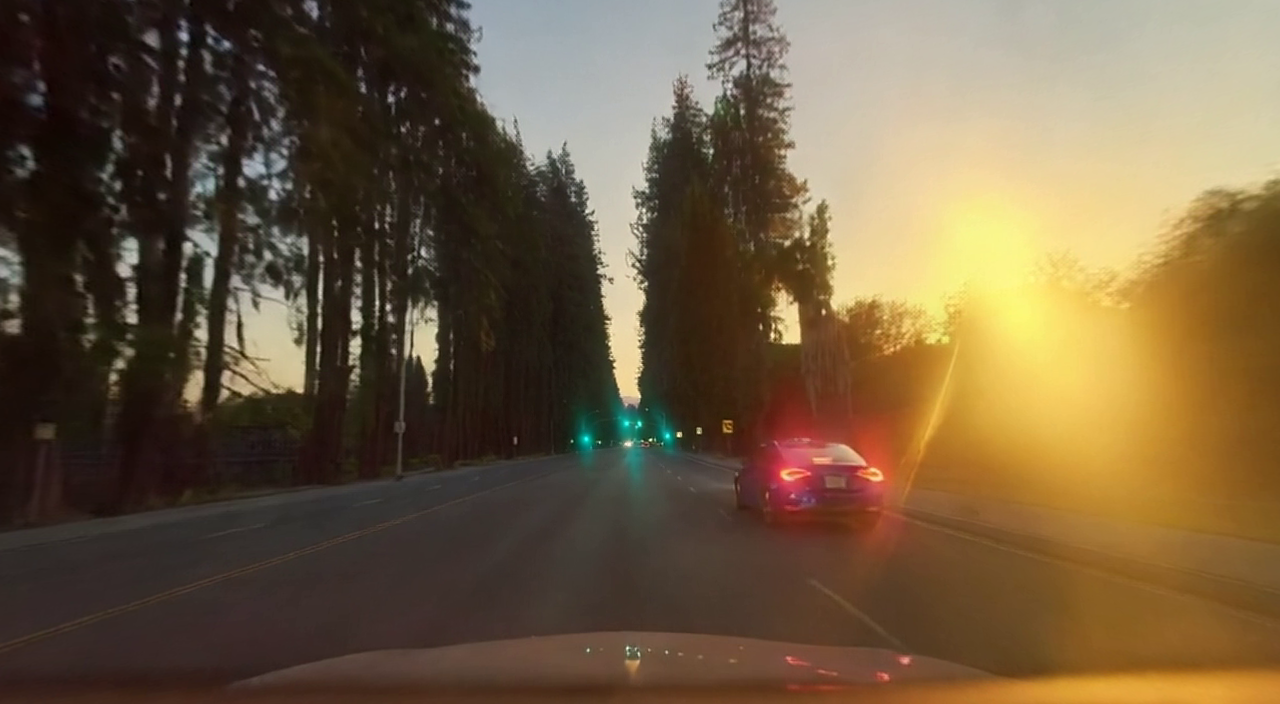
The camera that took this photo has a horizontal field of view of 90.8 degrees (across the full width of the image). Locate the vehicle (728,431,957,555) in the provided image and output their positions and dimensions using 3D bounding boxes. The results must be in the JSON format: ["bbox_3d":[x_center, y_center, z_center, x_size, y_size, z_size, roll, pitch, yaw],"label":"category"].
[{"bbox_3d":[2.756,2.035,9.887,2.042,1.469,4.470,0,-8,-1],"label":"vehicle"}]
